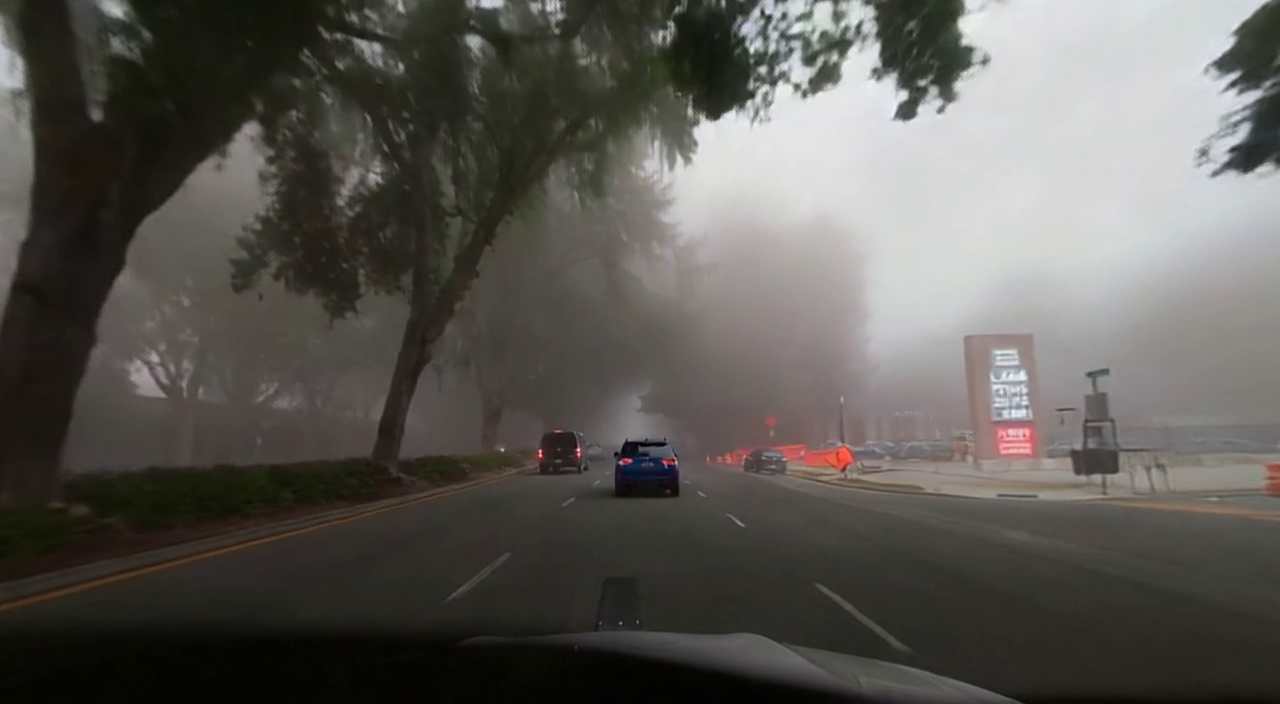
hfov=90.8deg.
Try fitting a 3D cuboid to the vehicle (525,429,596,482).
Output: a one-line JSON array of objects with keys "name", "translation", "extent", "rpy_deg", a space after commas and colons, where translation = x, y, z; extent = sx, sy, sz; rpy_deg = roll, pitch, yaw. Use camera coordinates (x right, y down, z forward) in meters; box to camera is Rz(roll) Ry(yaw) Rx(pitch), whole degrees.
[{"name": "vehicle", "translation": [-3.369, 4.552, 28.022], "extent": [2.357, 2.063, 5.488], "rpy_deg": [0, -9, 1]}]

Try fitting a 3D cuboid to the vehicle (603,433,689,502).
[{"name": "vehicle", "translation": [0.101, 3.246, 18.127], "extent": [2.168, 1.725, 4.192], "rpy_deg": [0, -9, -1]}]

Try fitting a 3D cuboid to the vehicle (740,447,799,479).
[{"name": "vehicle", "translation": [6.706, 5.794, 33.186], "extent": [2.076, 1.535, 4.460], "rpy_deg": [1, -9, -1]}]
